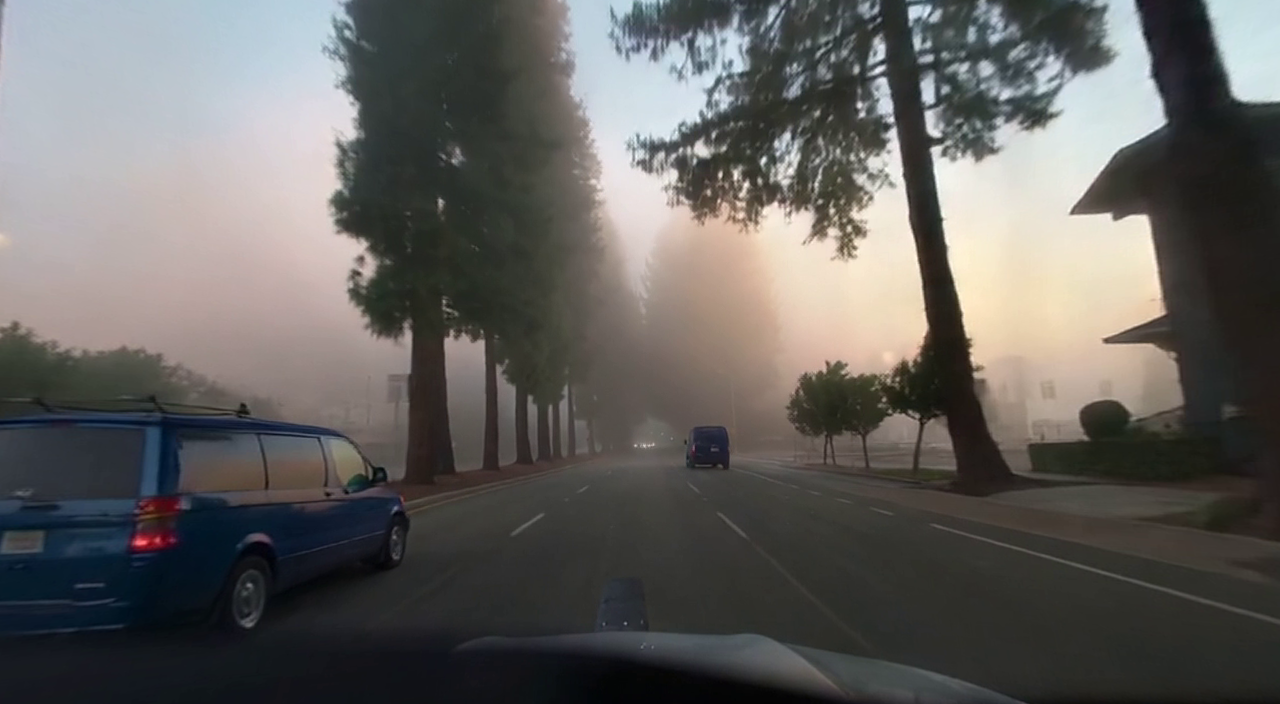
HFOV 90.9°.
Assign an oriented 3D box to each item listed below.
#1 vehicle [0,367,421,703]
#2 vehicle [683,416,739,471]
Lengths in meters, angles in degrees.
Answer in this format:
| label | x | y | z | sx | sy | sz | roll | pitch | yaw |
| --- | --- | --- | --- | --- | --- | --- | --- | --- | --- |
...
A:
| label | x | y | z | sx | sy | sz | roll | pitch | yaw |
| --- | --- | --- | --- | --- | --- | --- | --- | --- | --- |
| vehicle | -3.547 | 1.185 | 4.636 | 2.129 | 1.602 | 4.532 | 0 | -8 | 2 |
| vehicle | 3.704 | 4.921 | 33.916 | 2.349 | 2.671 | 5.744 | 0 | -8 | 0 |
